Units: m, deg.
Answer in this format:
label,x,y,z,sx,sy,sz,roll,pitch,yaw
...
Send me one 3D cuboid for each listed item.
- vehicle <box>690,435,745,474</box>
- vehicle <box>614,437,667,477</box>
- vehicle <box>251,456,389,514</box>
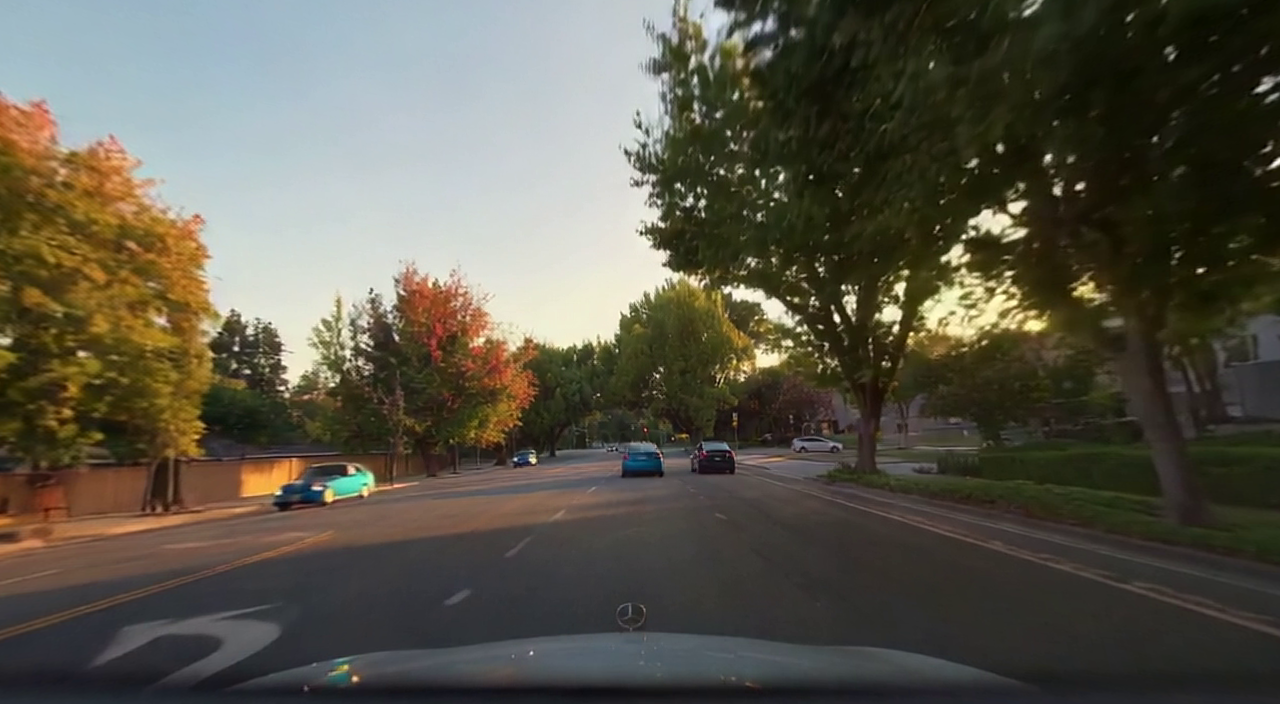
label,x,y,z,sx,sy,sz,roll,pitch,yaw
vehicle,3.609,4.877,30.197,2.024,1.711,4.512,0,-8,-1
vehicle,0.030,4.699,28.567,2.200,1.653,4.127,0,-8,0
vehicle,-10.012,4.148,20.218,1.916,1.492,4.677,-2,-8,1
